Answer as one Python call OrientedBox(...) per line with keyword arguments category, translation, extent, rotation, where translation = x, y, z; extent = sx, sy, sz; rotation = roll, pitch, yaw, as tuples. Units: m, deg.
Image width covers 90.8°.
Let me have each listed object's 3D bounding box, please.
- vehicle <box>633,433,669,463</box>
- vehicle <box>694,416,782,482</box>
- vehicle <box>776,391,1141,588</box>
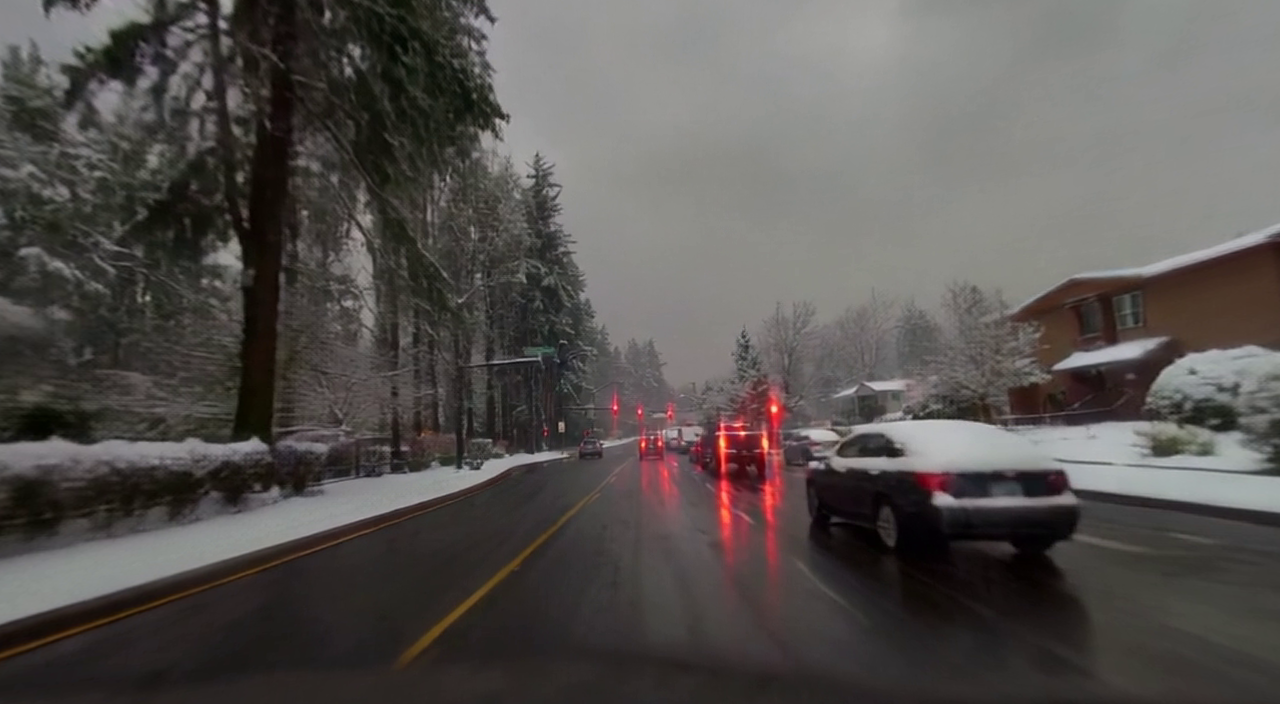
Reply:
OrientedBox(category="vehicle", translation=(0.636, 5.866, 38.577), extent=(2.052, 1.693, 4.554), rotation=(0, -8, 1))
OrientedBox(category="vehicle", translation=(3.345, 3.517, 23.081), extent=(2.268, 2.090, 6.113), rotation=(0, -8, 0))
OrientedBox(category="vehicle", translation=(3.266, 1.527, 7.872), extent=(2.041, 1.688, 4.717), rotation=(0, -8, 0))
